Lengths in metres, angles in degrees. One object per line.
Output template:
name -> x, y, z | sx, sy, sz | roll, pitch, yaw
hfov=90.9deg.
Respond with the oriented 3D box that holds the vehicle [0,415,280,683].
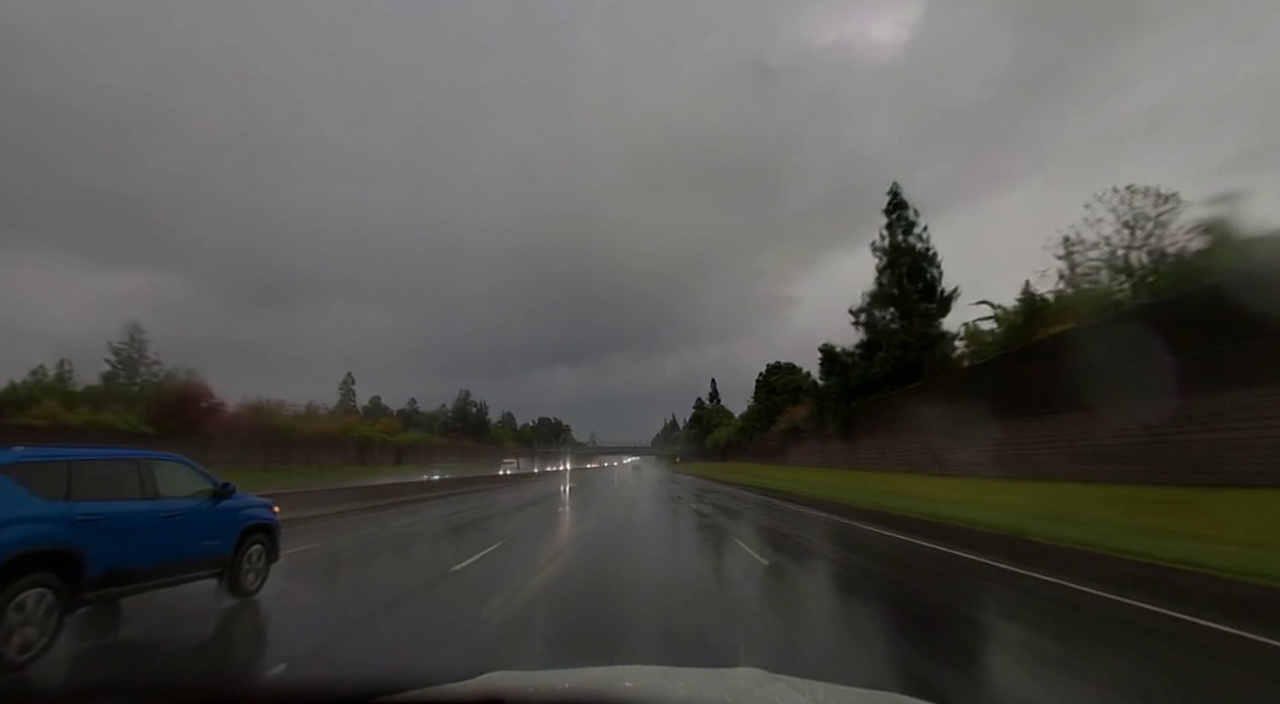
vehicle -> -4.666, 1.264, 4.363 | 1.914, 1.534, 4.015 | 1, -10, 0
